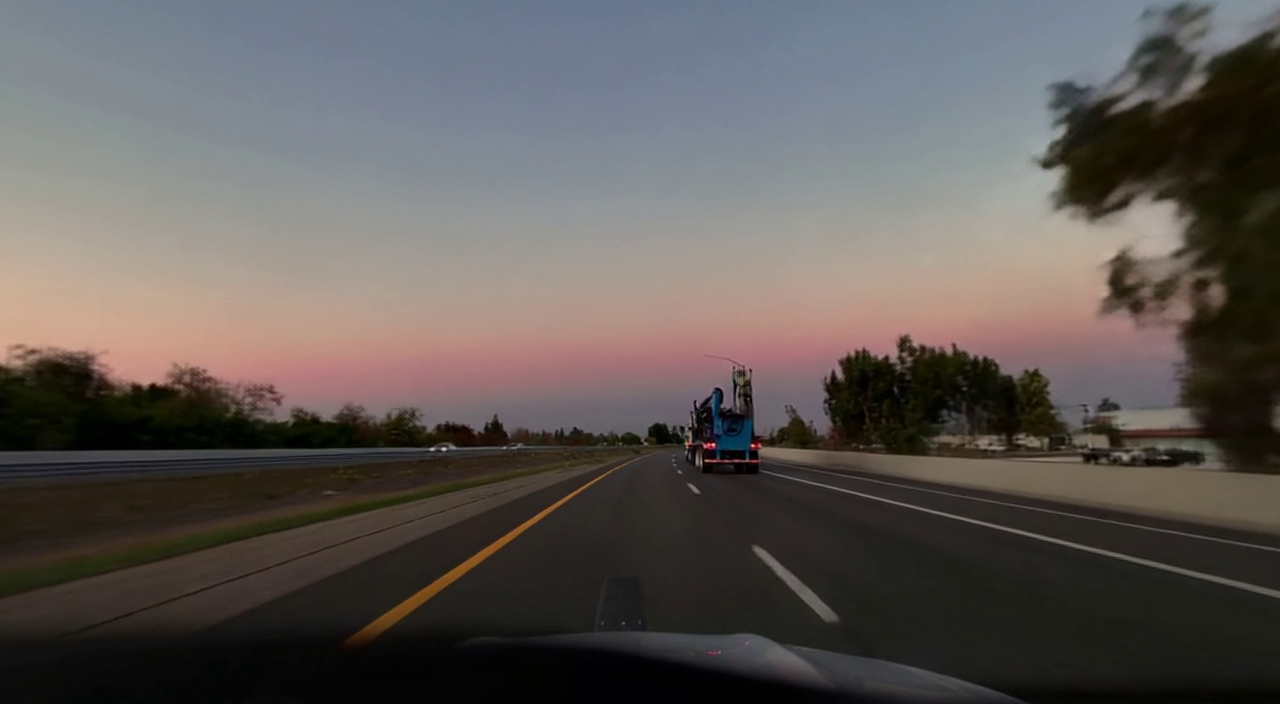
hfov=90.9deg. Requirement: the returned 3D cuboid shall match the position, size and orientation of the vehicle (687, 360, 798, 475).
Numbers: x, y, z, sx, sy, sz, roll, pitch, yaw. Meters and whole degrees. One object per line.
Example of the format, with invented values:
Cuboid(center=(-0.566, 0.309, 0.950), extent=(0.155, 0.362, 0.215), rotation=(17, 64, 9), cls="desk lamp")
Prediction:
Cuboid(center=(3.785, 2.746, 25.211), extent=(3.279, 3.956, 6.541), rotation=(0, -9, 0), cls="vehicle")
